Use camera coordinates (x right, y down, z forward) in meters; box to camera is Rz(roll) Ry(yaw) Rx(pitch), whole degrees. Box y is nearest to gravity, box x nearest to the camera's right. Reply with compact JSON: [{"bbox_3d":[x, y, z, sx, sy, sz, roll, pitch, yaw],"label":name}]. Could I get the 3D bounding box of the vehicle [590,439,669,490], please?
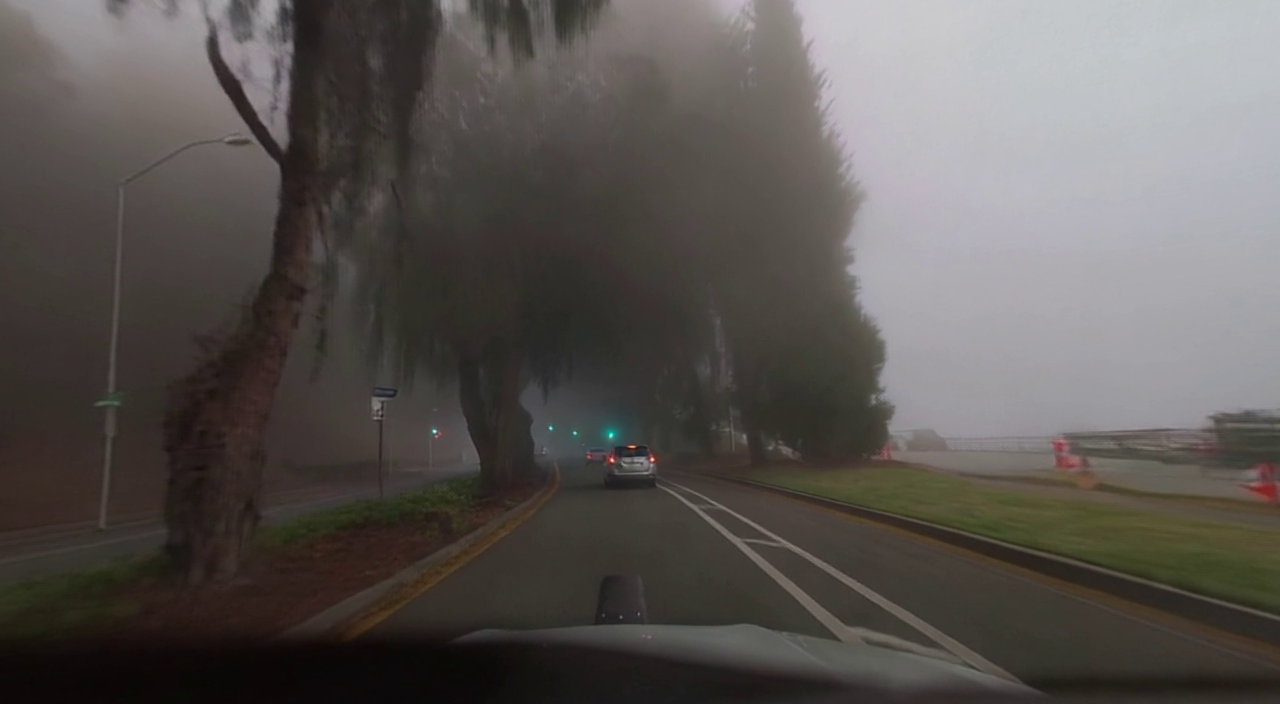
[{"bbox_3d":[-0.487,3.735,21.378,2.266,1.508,4.430,1,-9,-6],"label":"vehicle"}]
